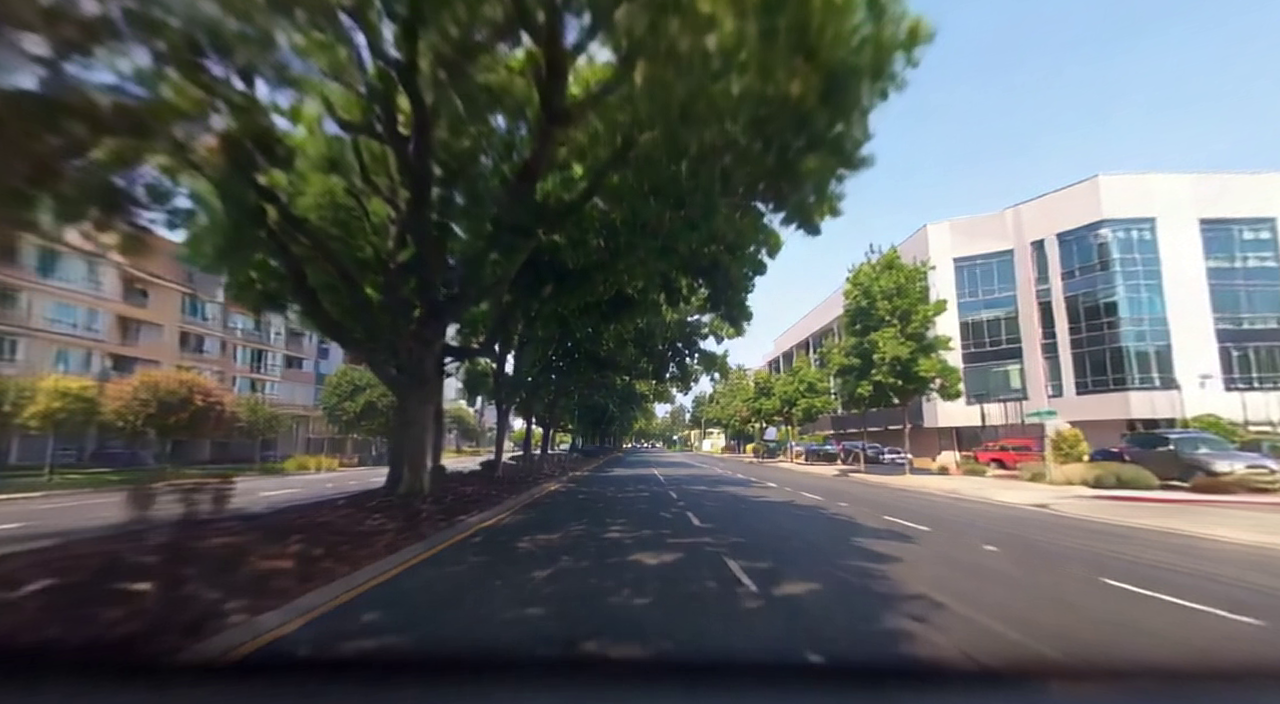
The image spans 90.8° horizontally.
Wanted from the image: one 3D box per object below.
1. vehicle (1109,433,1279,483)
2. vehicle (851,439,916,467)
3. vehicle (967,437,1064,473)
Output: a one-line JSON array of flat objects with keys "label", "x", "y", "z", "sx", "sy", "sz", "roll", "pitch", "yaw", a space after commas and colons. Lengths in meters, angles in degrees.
[{"label": "vehicle", "x": 20.143, "y": 3.800, "z": 22.790, "sx": 4.661, "sy": 1.710, "sz": 2.127, "roll": 0, "pitch": -9, "yaw": -1}, {"label": "vehicle", "x": 15.425, "y": 6.424, "z": 40.353, "sx": 2.006, "sy": 1.683, "sz": 4.643, "roll": 0, "pitch": -9, "yaw": -5}, {"label": "vehicle", "x": 18.696, "y": 5.133, "z": 31.718, "sx": 1.947, "sy": 1.667, "sz": 4.347, "roll": 0, "pitch": -9, "yaw": -3}]
